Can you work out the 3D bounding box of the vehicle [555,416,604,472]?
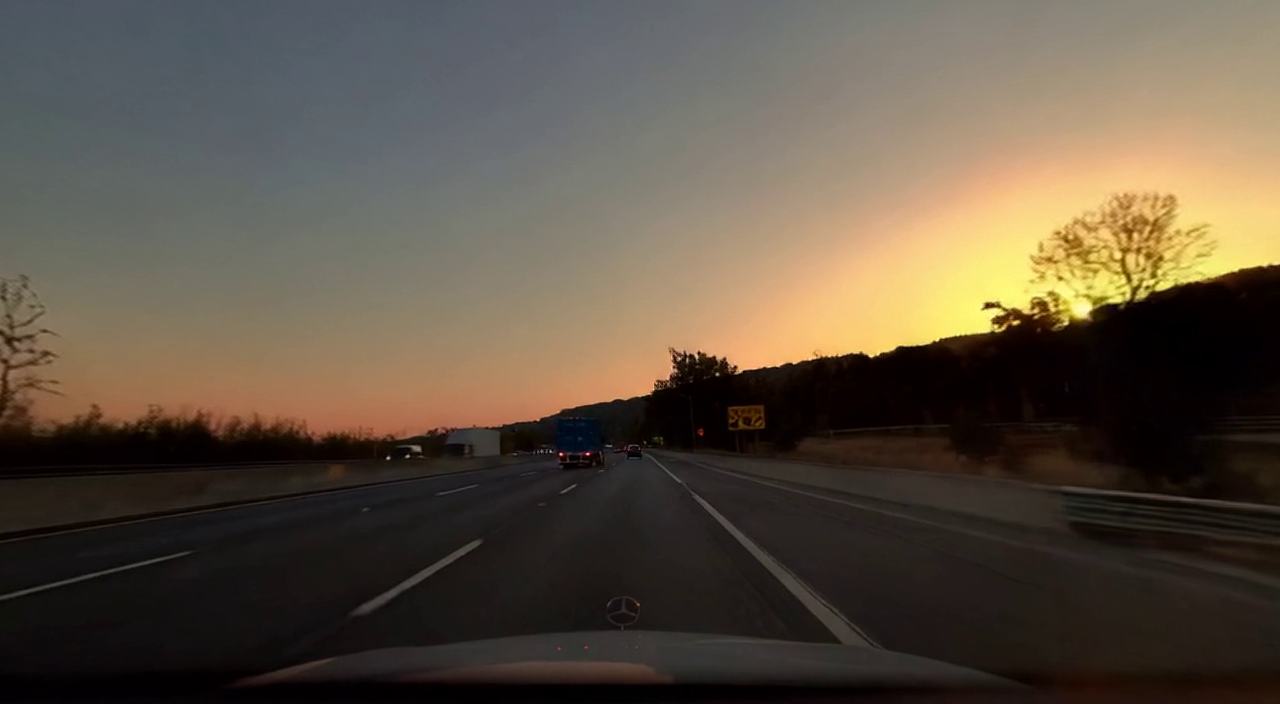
[{"bbox_3d":[-4.013,6.373,43.519,2.707,3.461,7.191,0,-9,-1],"label":"vehicle"}]
